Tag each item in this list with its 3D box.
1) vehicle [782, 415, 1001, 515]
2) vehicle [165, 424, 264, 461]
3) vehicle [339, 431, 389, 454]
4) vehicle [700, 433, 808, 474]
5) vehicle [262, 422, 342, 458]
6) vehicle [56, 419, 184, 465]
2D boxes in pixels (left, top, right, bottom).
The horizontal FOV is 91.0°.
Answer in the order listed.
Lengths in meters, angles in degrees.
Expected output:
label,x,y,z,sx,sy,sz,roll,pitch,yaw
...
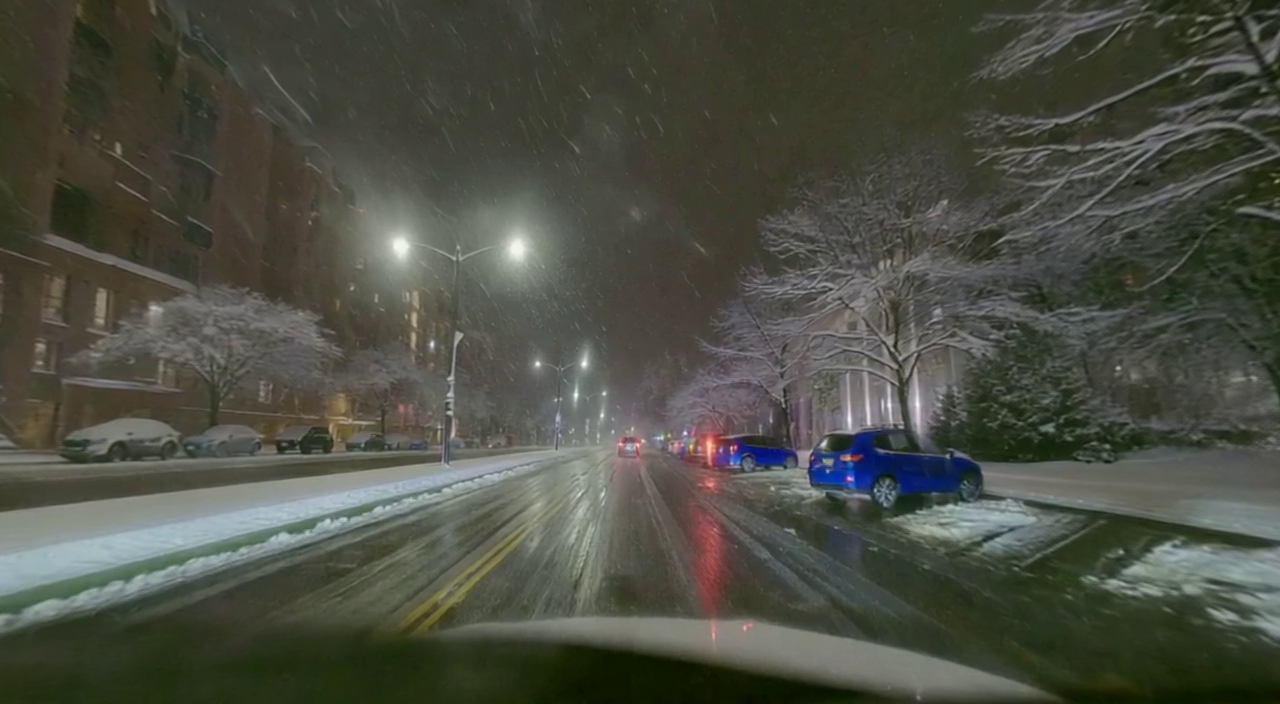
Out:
label,x,y,z,sx,sy,sz,roll,pitch,yaw
vehicle,4.922,2.111,12.236,3.995,1.604,1.973,5,-10,-34
vehicle,-19.185,4.113,28.601,1.822,1.506,3.809,-1,-8,0
vehicle,-19.240,6.345,44.076,1.807,1.501,4.134,0,-8,-4
vehicle,4.560,4.010,25.093,4.047,1.497,1.898,5,-10,-35
vehicle,-19.201,5.021,36.023,1.972,1.839,4.553,3,-8,0
vehicle,-19.131,3.346,23.355,1.729,1.566,3.462,-1,-8,1
